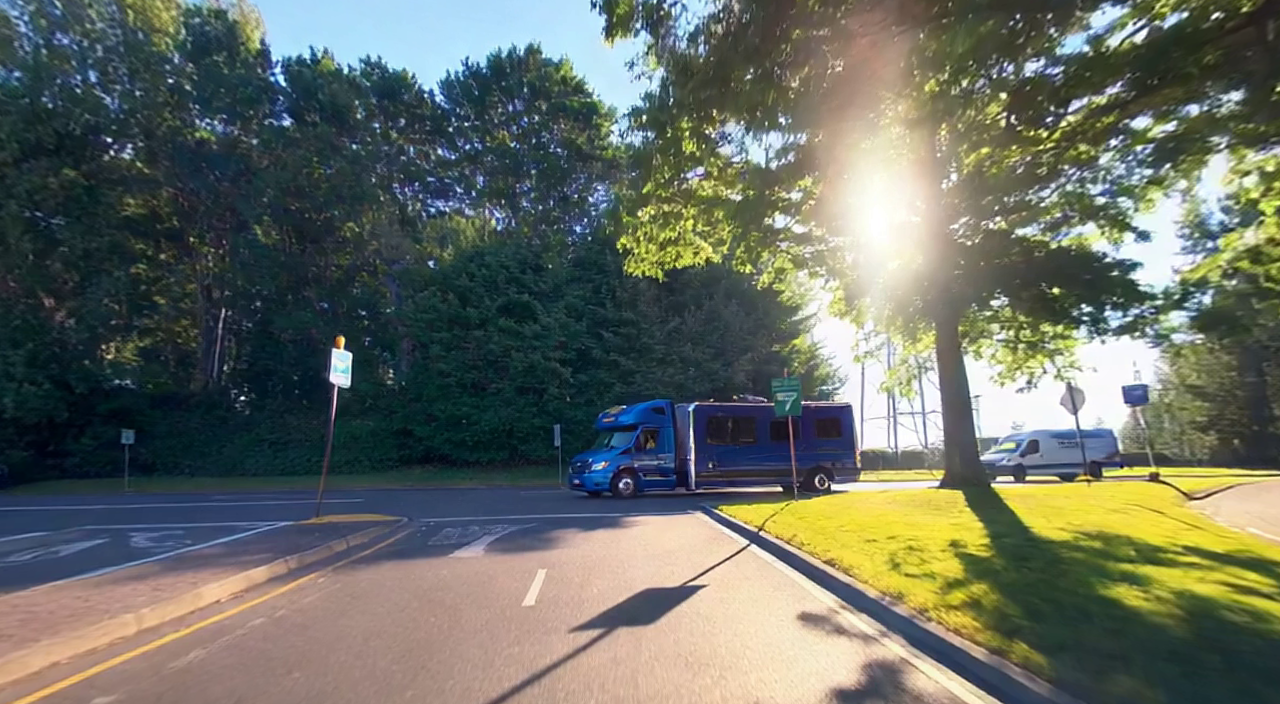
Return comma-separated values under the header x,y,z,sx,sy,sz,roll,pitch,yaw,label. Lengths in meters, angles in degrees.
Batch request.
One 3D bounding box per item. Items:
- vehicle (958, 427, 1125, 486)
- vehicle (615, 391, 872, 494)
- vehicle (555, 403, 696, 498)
x,y,z,sx,sy,sz,roll,pitch,yaw,label
17.479,4.555,27.595,5.923,2.424,2.247,1,-9,-8,vehicle
4.099,3.586,25.011,9.765,3.622,2.740,3,-9,-18,vehicle
-0.601,3.630,23.378,4.552,3.175,2.847,3,-9,-18,vehicle
